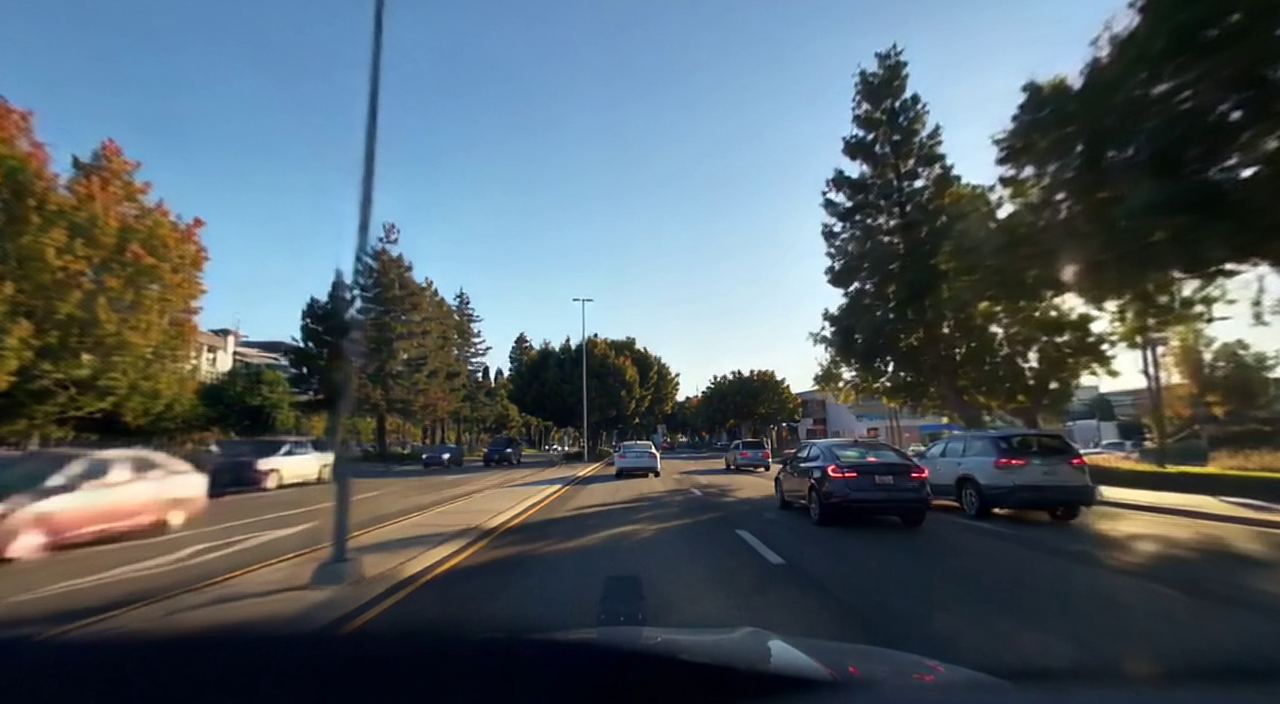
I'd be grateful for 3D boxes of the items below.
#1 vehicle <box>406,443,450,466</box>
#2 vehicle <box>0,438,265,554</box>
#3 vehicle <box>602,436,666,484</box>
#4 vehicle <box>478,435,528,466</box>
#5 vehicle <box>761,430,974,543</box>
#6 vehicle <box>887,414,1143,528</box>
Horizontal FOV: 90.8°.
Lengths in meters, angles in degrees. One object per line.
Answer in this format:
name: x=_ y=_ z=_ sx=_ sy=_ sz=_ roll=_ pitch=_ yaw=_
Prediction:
vehicle: x=-16.519 y=8.027 z=49.501 sx=1.903 sy=1.675 sz=4.547 roll=0 pitch=-8 yaw=-1
vehicle: x=-8.600 y=2.204 z=10.466 sx=1.993 sy=1.458 sz=4.614 roll=-1 pitch=-8 yaw=-1
vehicle: x=-0.210 y=3.693 z=21.821 sx=1.994 sy=1.479 sz=3.647 roll=0 pitch=-8 yaw=-1
vehicle: x=-9.221 y=6.694 z=43.030 sx=2.246 sy=1.943 sz=5.493 roll=0 pitch=-8 yaw=0
vehicle: x=3.423 y=2.086 z=10.503 sx=1.858 sy=1.466 sz=4.230 roll=0 pitch=-8 yaw=-2
vehicle: x=6.938 y=2.245 z=12.503 sx=2.134 sy=1.810 sz=4.590 roll=0 pitch=-8 yaw=-1
